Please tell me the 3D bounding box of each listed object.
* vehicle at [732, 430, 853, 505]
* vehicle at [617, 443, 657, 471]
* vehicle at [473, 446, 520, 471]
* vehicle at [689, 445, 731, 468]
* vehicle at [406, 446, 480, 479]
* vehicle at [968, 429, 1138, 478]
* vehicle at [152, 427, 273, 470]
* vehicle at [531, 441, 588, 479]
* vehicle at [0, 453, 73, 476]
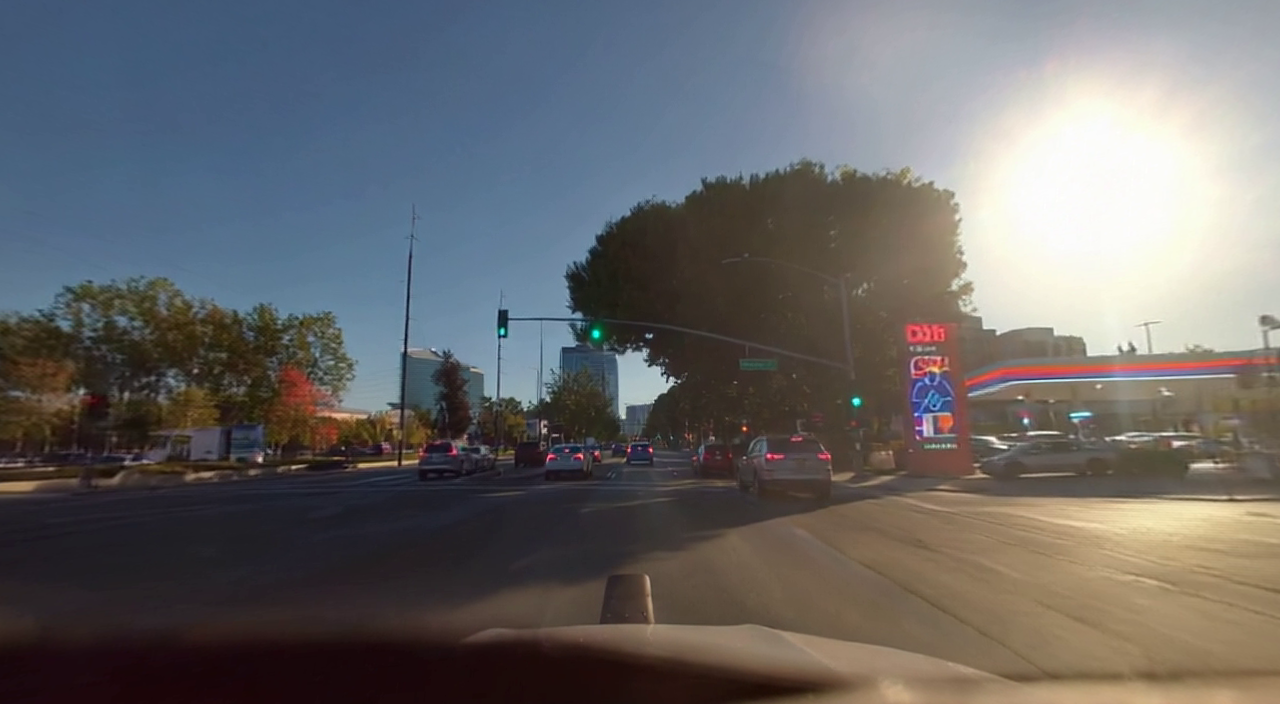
[{"bbox_3d":[3.763,2.931,16.424,2.022,1.683,4.171,0,-8,-1],"label":"vehicle"},{"bbox_3d":[-0.156,5.937,35.804,2.104,1.477,4.591,0,-8,0],"label":"vehicle"},{"bbox_3d":[-9.022,6.698,39.936,2.001,1.461,3.859,-1,-8,2],"label":"vehicle"},{"bbox_3d":[4.630,6.981,42.334,2.174,1.462,4.400,0,-8,-2],"label":"vehicle"},{"bbox_3d":[-9.553,5.377,31.002,2.023,1.433,4.699,0,-8,1],"label":"vehicle"},{"bbox_3d":[17.875,4.420,27.535,5.585,1.866,2.607,-1,-9,-3],"label":"vehicle"},{"bbox_3d":[-33.717,7.627,49.924,7.339,3.284,2.857,0,-9,-1],"label":"vehicle"},{"bbox_3d":[-3.632,4.944,29.147,2.023,1.607,4.086,0,-8,0],"label":"vehicle"},{"bbox_3d":[-45.898,8.453,47.461,2.061,1.595,4.565,0,-9,-1],"label":"vehicle"}]
